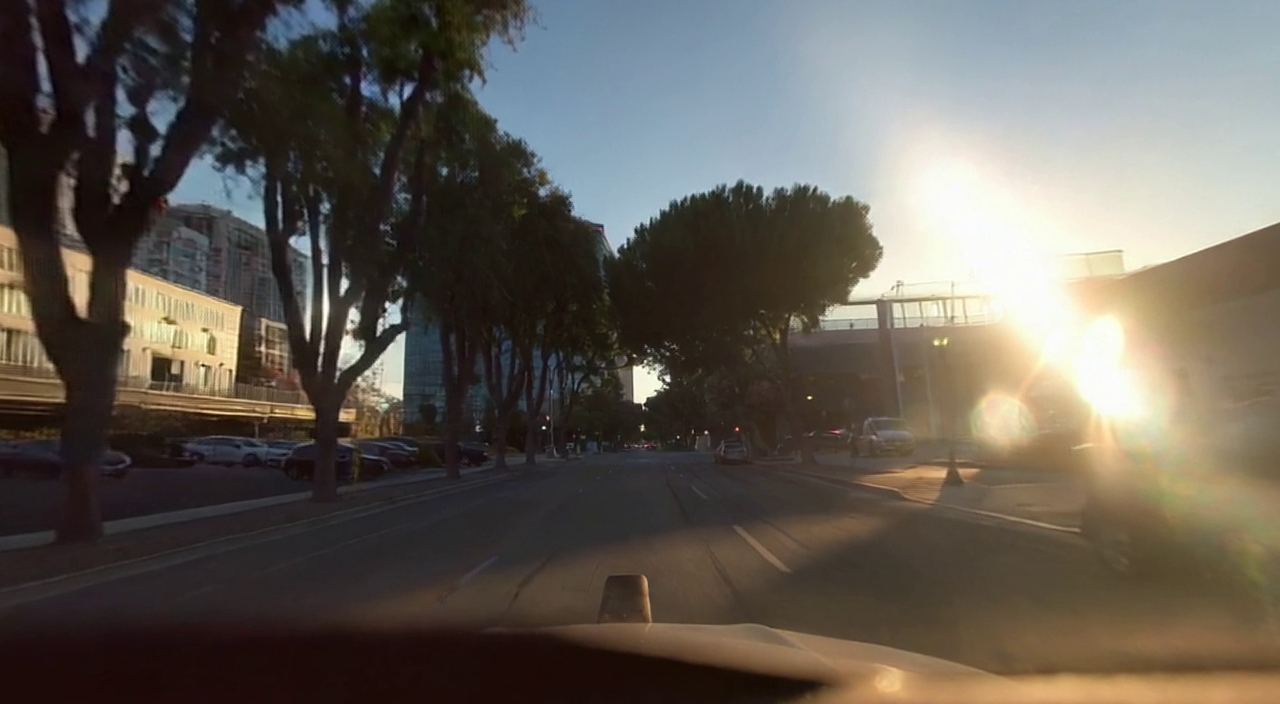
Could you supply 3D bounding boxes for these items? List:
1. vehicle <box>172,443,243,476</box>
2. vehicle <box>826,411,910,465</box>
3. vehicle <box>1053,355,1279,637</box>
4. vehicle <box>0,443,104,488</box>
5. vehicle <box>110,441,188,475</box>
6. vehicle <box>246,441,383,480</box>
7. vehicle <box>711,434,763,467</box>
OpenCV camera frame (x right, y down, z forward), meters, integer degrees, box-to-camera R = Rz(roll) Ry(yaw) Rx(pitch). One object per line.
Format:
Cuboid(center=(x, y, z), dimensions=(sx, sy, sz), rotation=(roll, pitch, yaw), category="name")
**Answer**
Cuboid(center=(-24.631, 6.092, 36.081), dimensions=(2.026, 1.723, 4.633), rotation=(4, -9, -18), category="vehicle")
Cuboid(center=(13.193, 5.089, 36.965), dimensions=(2.935, 2.889, 5.499), rotation=(-1, -9, 2), category="vehicle")
Cuboid(center=(5.958, 0.957, 3.968), dimensions=(2.356, 2.076, 6.287), rotation=(0, -9, -1), category="vehicle")
Cuboid(center=(-24.659, 4.472, 24.985), dimensions=(2.032, 1.686, 4.652), rotation=(-3, -9, 19), category="vehicle")
Cuboid(center=(-27.408, 5.891, 35.364), dimensions=(2.026, 1.723, 4.322), rotation=(3, -8, -19), category="vehicle")
Cuboid(center=(-14.609, 4.905, 28.572), dimensions=(4.954, 1.614, 2.227), rotation=(0, -9, -4), category="vehicle")
Cuboid(center=(6.041, 6.227, 39.897), dimensions=(2.338, 1.942, 5.267), rotation=(0, -9, -1), category="vehicle")
